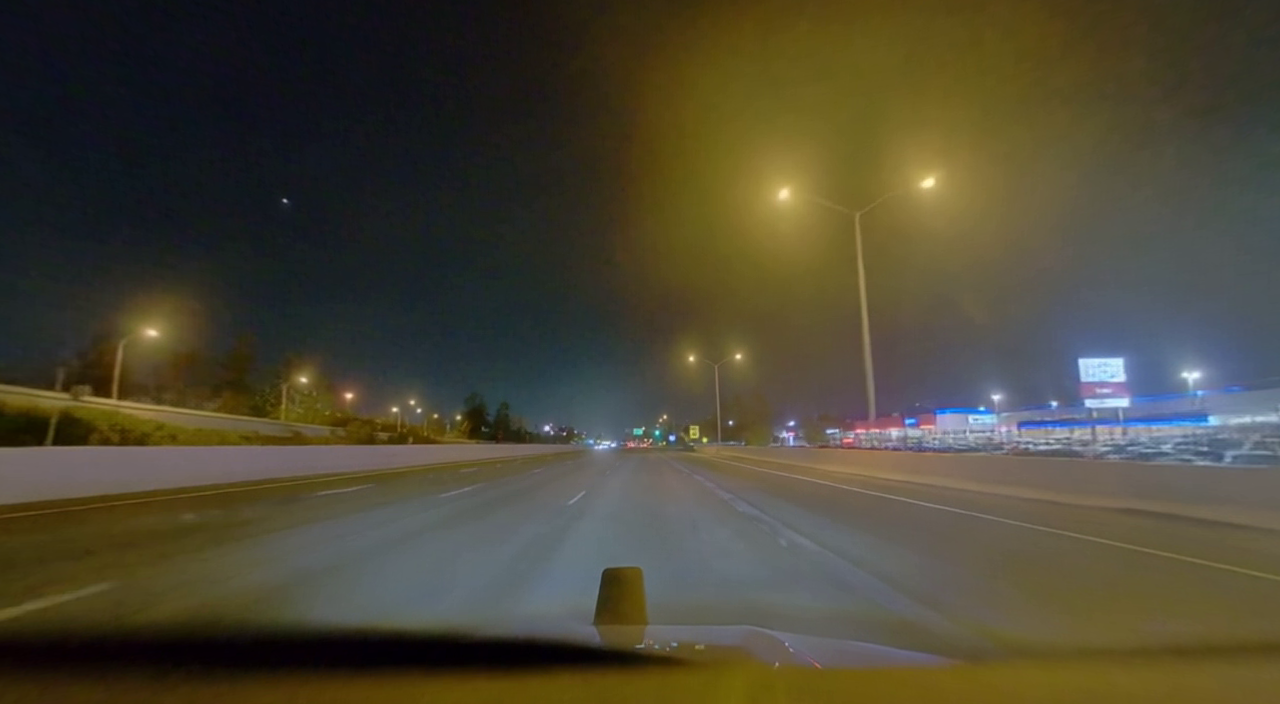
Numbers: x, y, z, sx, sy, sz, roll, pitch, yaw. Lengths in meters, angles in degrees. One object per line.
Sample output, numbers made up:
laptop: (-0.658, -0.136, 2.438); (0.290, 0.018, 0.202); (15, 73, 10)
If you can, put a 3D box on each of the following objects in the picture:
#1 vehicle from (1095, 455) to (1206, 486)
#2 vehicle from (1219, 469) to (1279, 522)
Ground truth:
vehicle: (30.279, 7.022, 37.528); (4.607, 1.749, 2.090); (-1, -9, 2)
vehicle: (20.295, 4.635, 20.602); (3.461, 1.436, 1.736); (8, -12, -44)
